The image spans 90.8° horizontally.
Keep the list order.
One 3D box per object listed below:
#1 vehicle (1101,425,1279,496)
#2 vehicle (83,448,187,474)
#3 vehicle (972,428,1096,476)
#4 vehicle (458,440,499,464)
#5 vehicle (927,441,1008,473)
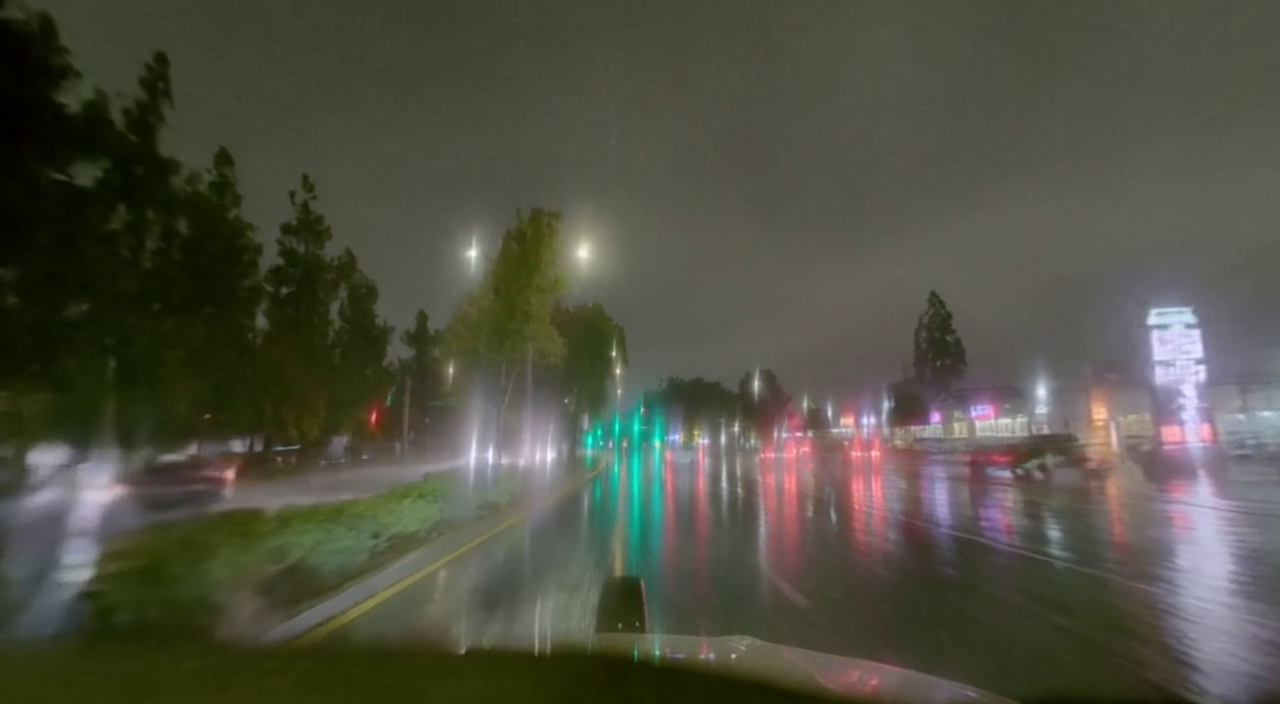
[{"bbox_3d":[16.541,3.079,18.351,2.052,1.749,5.213,0,-9,-4],"label":"vehicle"},{"bbox_3d":[-30.849,6.641,38.702,4.742,1.459,1.867,0,-8,-1],"label":"vehicle"},{"bbox_3d":[19.029,4.828,30.945,2.232,2.008,5.812,-3,-8,0],"label":"vehicle"},{"bbox_3d":[-12.308,7.643,48.530,1.985,1.715,4.330,0,-9,0],"label":"vehicle"},{"bbox_3d":[16.275,5.202,31.649,1.892,1.421,4.556,-2,-8,5],"label":"vehicle"}]
